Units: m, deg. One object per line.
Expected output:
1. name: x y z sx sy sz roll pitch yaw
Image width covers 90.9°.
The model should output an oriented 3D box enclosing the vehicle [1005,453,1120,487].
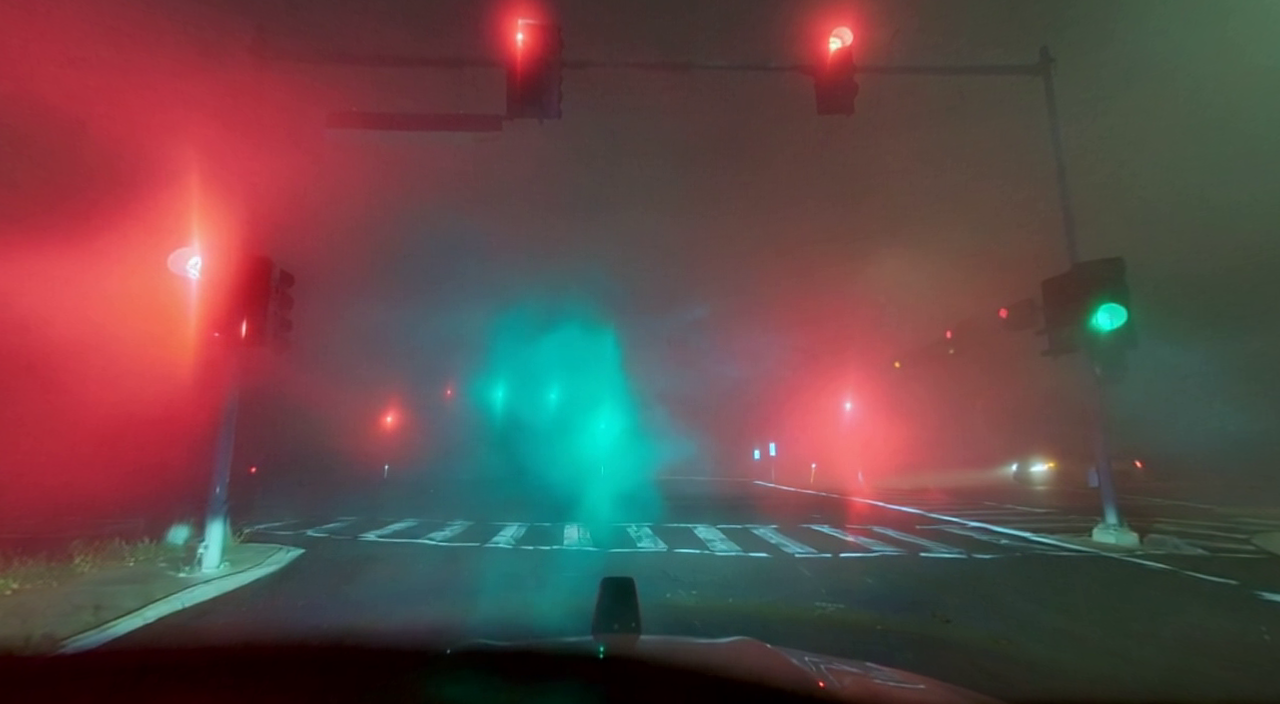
1. vehicle: 21.764 6.086 32.540 4.455 1.647 2.124 1 -10 -8

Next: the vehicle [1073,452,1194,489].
1. vehicle: 22.713 5.453 29.093 3.998 1.590 1.936 1 -11 -6
